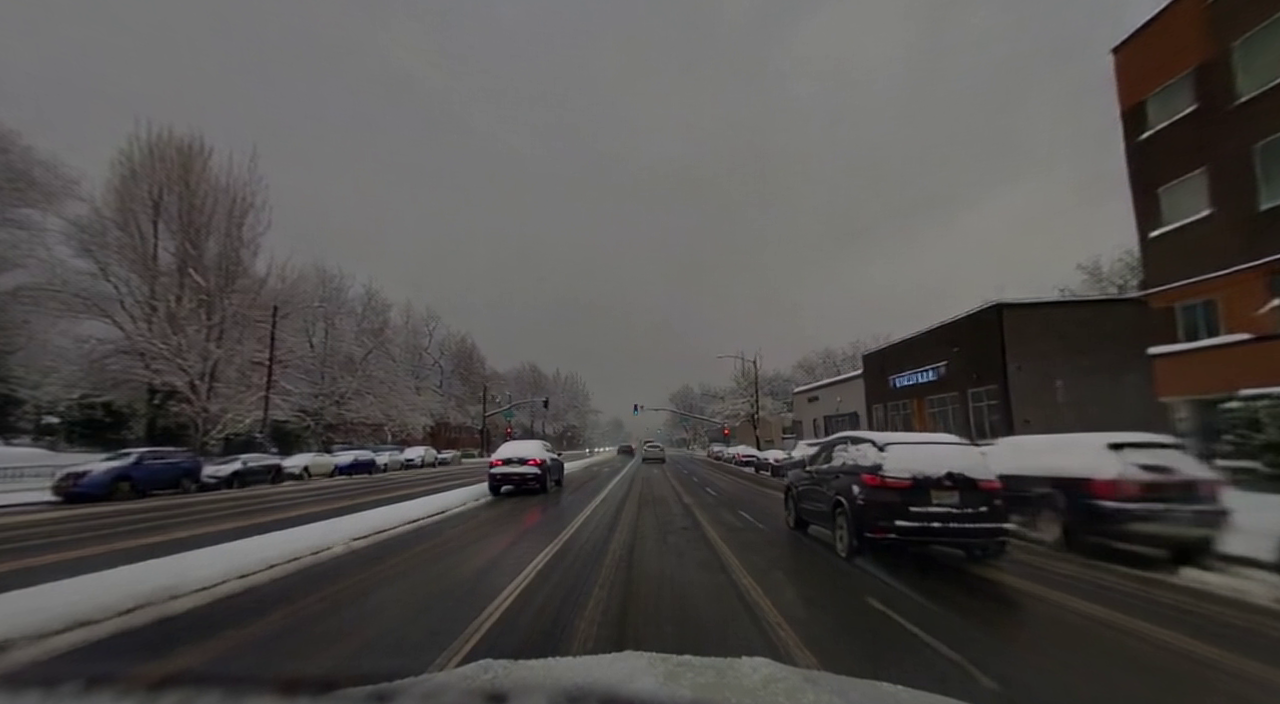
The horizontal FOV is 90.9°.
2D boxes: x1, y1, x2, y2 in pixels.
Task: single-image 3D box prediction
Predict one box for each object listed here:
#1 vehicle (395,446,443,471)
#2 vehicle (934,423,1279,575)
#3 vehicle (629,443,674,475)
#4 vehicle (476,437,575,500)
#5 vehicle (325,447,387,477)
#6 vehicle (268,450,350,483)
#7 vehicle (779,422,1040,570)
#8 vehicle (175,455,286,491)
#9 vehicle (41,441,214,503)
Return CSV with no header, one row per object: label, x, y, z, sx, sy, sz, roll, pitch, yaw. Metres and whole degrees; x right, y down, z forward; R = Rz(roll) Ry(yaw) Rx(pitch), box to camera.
vehicle,-16.591,7.984,47.503,2.001,1.760,4.329,-2,-9,1
vehicle,7.089,2.141,10.216,2.061,1.773,5.476,0,-8,1
vehicle,0.538,5.310,31.468,2.103,1.468,4.094,0,-8,0
vehicle,-3.001,3.139,17.382,1.860,1.510,4.073,0,-8,1
vehicle,-16.729,6.463,37.377,1.825,1.560,4.109,-2,-8,-1
vehicle,-16.825,5.797,32.285,1.854,1.466,4.377,-2,-8,0
vehicle,3.443,1.901,9.042,1.987,1.637,3.896,0,-8,0
vehicle,-16.869,4.976,26.267,1.668,1.298,4.337,0,-8,1
vehicle,-16.880,3.913,21.166,2.089,1.756,4.486,-2,-8,-1
